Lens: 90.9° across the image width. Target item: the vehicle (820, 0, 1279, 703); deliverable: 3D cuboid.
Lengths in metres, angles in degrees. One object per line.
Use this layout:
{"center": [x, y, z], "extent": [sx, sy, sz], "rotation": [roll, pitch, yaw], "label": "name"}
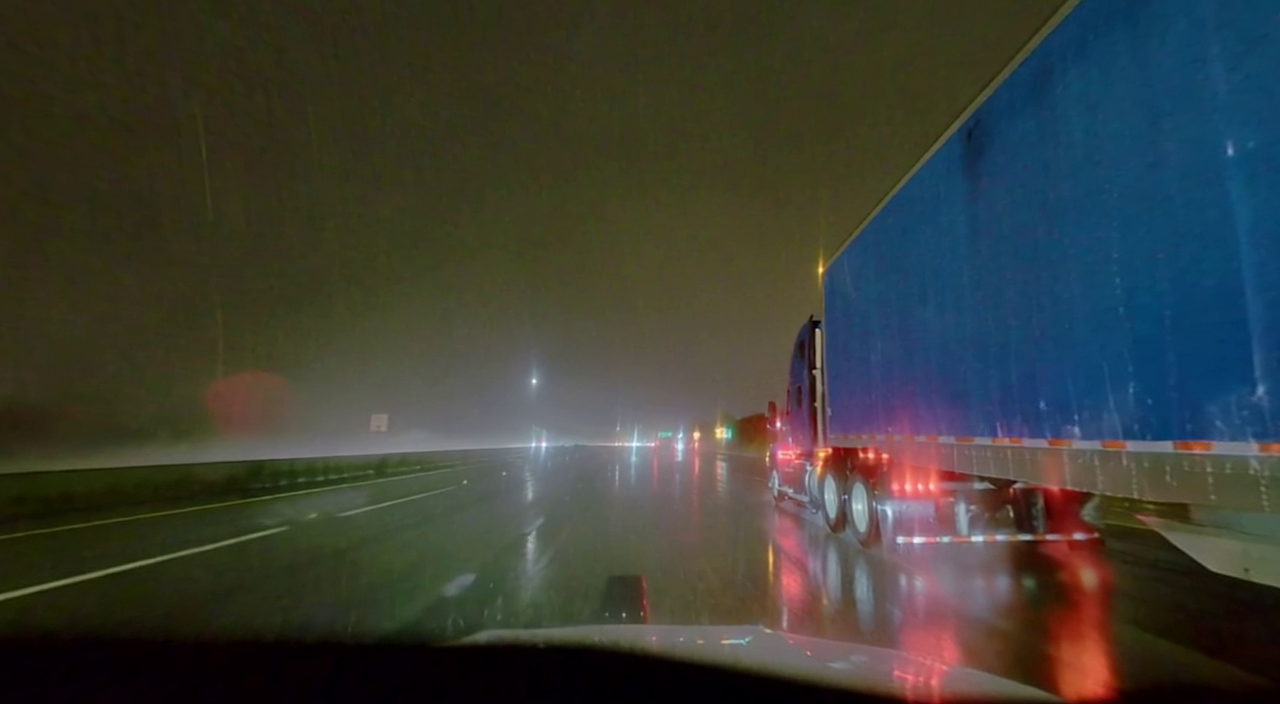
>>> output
{"center": [3.762, -0.106, 3.224], "extent": [3.012, 3.768, 8.945], "rotation": [0, -8, 0], "label": "vehicle"}
